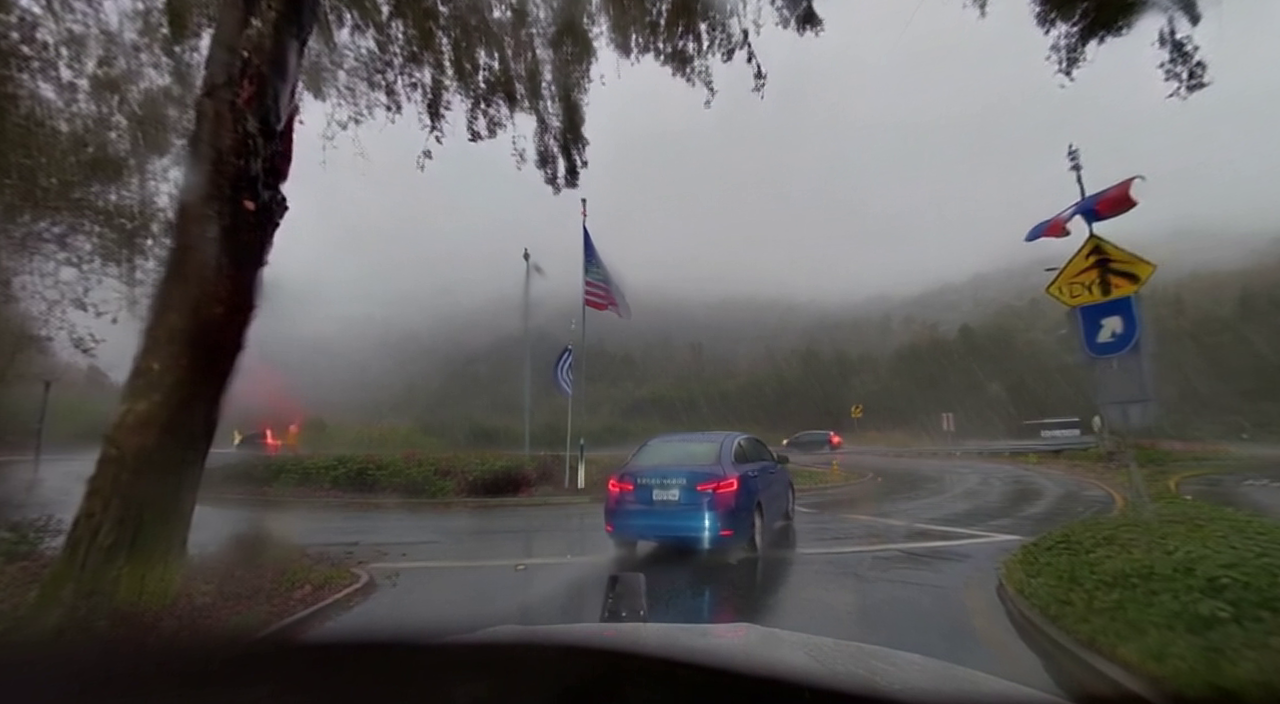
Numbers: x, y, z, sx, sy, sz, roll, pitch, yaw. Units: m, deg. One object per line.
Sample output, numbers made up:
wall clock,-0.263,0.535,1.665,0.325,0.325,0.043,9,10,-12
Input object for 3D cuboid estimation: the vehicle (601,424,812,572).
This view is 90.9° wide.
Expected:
vehicle,1.201,1.966,9.213,2.078,1.607,4.010,-4,-10,20
